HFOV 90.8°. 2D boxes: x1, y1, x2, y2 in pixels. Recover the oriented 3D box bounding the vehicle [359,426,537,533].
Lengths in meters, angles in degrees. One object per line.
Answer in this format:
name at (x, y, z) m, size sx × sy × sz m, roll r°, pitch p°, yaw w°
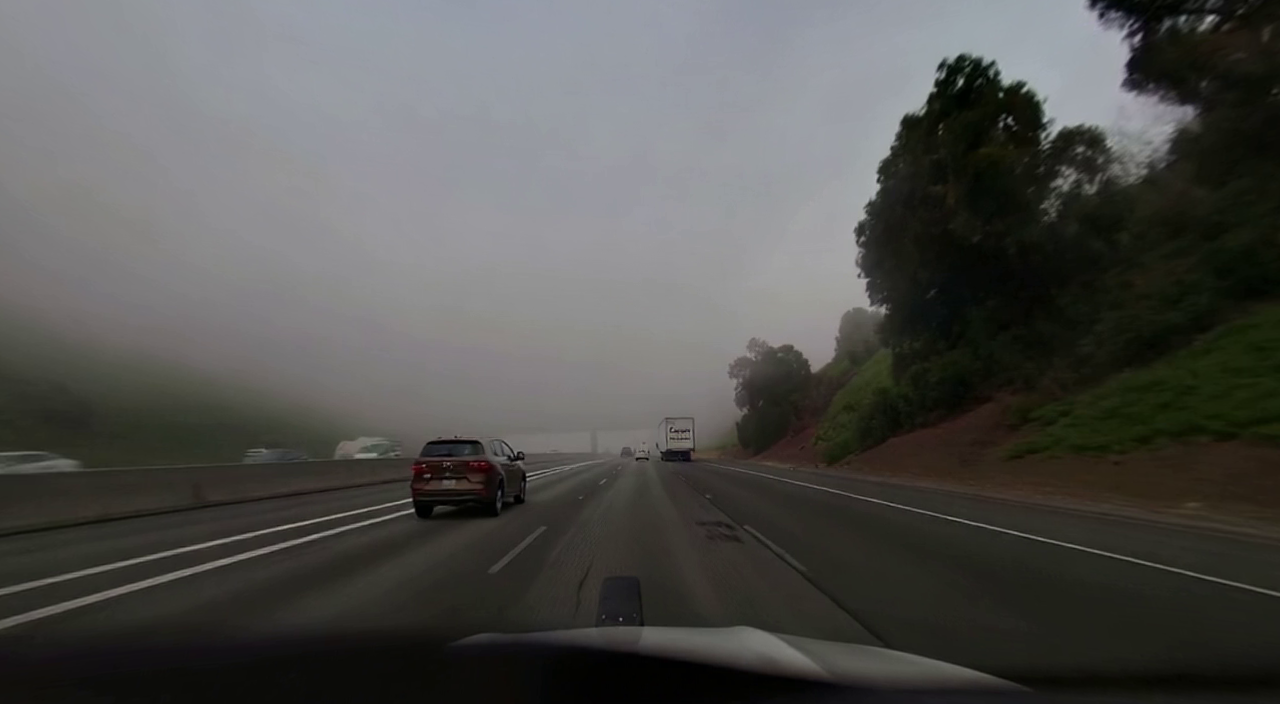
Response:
vehicle at (-3.354, 2.334, 12.071) m, size 2.052 × 1.654 × 4.303 m, roll 0°, pitch -9°, yaw 0°
